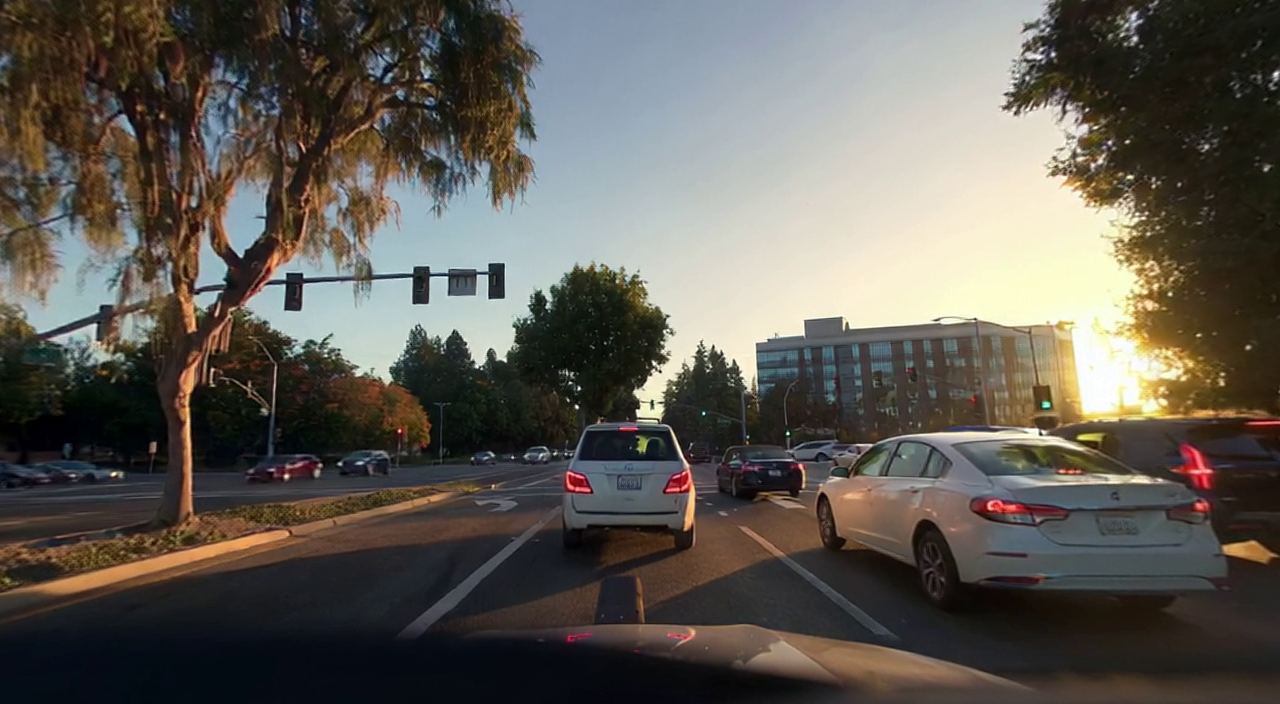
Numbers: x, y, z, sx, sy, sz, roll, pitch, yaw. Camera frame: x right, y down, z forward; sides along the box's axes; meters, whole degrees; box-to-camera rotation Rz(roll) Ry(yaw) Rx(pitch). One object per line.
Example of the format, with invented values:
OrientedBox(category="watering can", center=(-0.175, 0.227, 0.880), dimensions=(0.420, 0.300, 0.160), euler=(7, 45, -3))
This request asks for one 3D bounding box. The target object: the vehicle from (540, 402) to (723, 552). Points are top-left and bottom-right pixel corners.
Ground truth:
OrientedBox(category="vehicle", center=(-0.148, 1.853, 9.984), dimensions=(2.236, 1.827, 4.316), euler=(0, -8, -1))

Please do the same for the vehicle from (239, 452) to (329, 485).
OrientedBox(category="vehicle", center=(-17.447, 5.707, 31.250), dimensions=(1.836, 1.468, 4.449), euler=(0, -9, 0))

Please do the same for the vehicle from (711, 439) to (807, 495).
OrientedBox(category="vehicle", center=(3.503, 3.466, 19.466), dimensions=(2.004, 1.523, 4.263), euler=(0, -9, -2))

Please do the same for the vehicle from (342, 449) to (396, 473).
OrientedBox(category="vehicle", center=(-20.935, 8.408, 49.075), dimensions=(2.138, 1.708, 4.589), euler=(-1, -9, 1))

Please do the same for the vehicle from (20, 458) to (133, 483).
OrientedBox(category="vehicle", center=(-35.084, 7.366, 39.468), dimensions=(4.845, 1.442, 1.880), euler=(2, -9, -13))

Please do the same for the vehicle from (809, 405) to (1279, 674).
OrientedBox(category="vehicle", center=(3.379, 1.455, 6.170), dimensions=(2.034, 1.558, 4.774), euler=(0, -8, -1))
